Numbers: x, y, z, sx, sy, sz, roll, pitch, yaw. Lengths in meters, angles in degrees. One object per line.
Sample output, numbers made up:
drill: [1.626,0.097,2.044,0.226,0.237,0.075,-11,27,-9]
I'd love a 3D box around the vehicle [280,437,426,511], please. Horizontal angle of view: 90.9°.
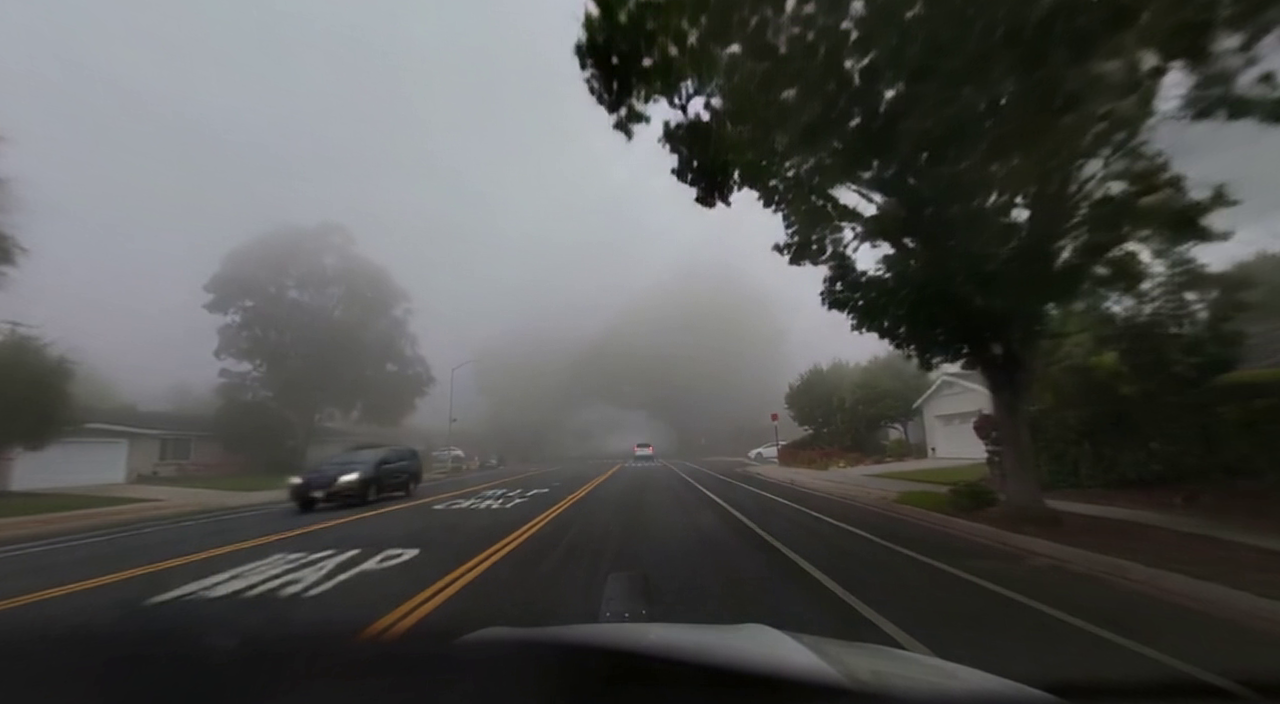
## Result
vehicle: [-7.627,3.255,17.295,1.977,1.753,4.128,0,-8,1]
